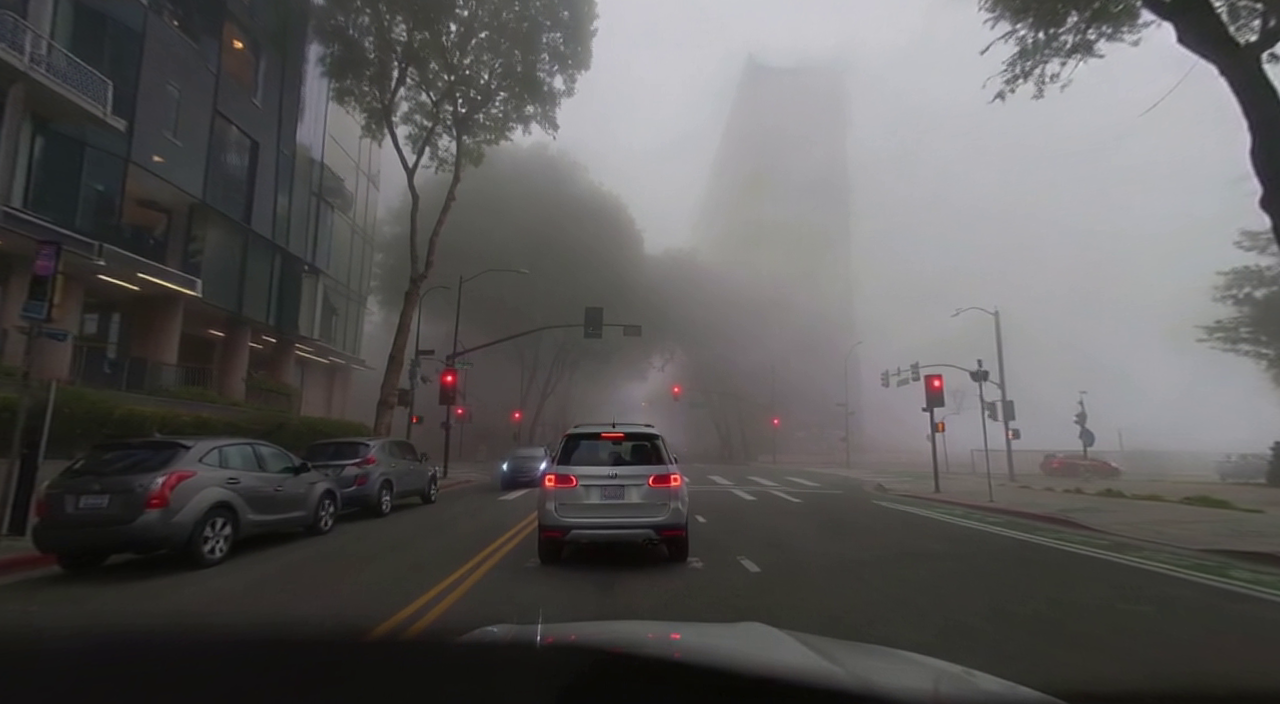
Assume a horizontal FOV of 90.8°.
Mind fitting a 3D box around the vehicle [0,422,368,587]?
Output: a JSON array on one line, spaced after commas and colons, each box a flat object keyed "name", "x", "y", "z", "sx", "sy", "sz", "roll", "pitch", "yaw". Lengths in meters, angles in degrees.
[{"name": "vehicle", "x": -5.760, "y": 1.918, "z": 8.860, "sx": 1.904, "sy": 1.684, "sz": 4.529, "roll": 0, "pitch": -9, "yaw": -1}]

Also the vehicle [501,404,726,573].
[{"name": "vehicle", "x": -0.249, "y": 1.671, "z": 8.397, "sx": 2.258, "sy": 1.687, "sz": 3.934, "roll": 0, "pitch": -9, "yaw": 1}]
